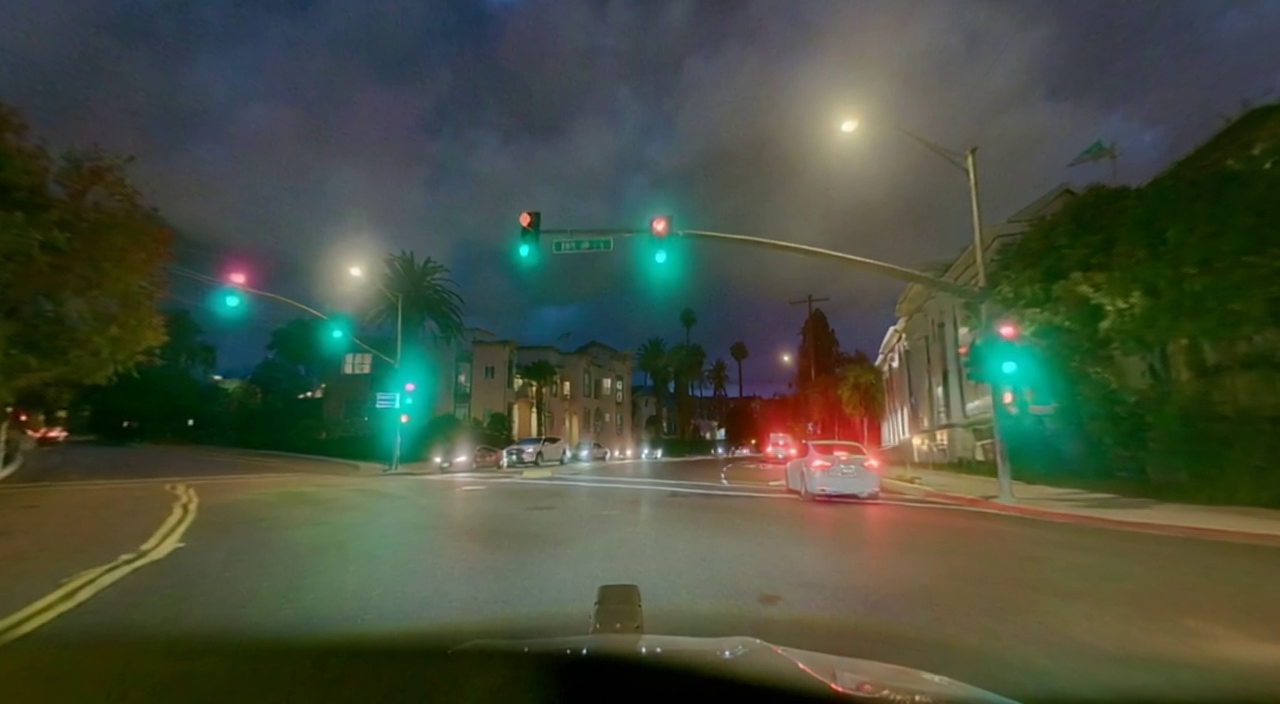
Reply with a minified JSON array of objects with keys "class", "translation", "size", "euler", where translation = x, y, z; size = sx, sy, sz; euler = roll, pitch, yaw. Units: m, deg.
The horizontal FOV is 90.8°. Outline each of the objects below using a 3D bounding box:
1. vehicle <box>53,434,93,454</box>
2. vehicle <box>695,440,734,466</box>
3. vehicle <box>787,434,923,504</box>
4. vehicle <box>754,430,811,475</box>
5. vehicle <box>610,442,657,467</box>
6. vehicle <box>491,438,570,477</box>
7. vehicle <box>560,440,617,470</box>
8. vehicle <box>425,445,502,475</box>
[{"class":"vehicle","translation":[-42.533,6.895,47.319],"size":[2.013,1.442,4.173],"euler":[7,-11,-42]},{"class":"vehicle","translation":[4.805,6.434,40.450],"size":[1.923,1.576,4.026],"euler":[-2,-9,14]},{"class":"vehicle","translation":[5.377,2.976,16.546],"size":[2.096,1.552,4.519],"euler":[0,-8,2]},{"class":"vehicle","translation":[6.725,4.787,30.298],"size":[2.109,2.002,4.424],"euler":[-1,-8,6]},{"class":"vehicle","translation":[-0.418,7.468,46.268],"size":[2.081,1.453,4.698],"euler":[-5,-7,16]},{"class":"vehicle","translation":[-5.085,4.961,30.134],"size":[1.959,1.515,4.668],"euler":[-2,-6,14]},{"class":"vehicle","translation":[-2.916,5.928,36.649],"size":[1.852,1.498,4.238],"euler":[-5,-9,16]},{"class":"vehicle","translation":[-8.582,5.245,31.013],"size":[1.891,1.358,3.828],"euler":[-2,-9,16]}]
